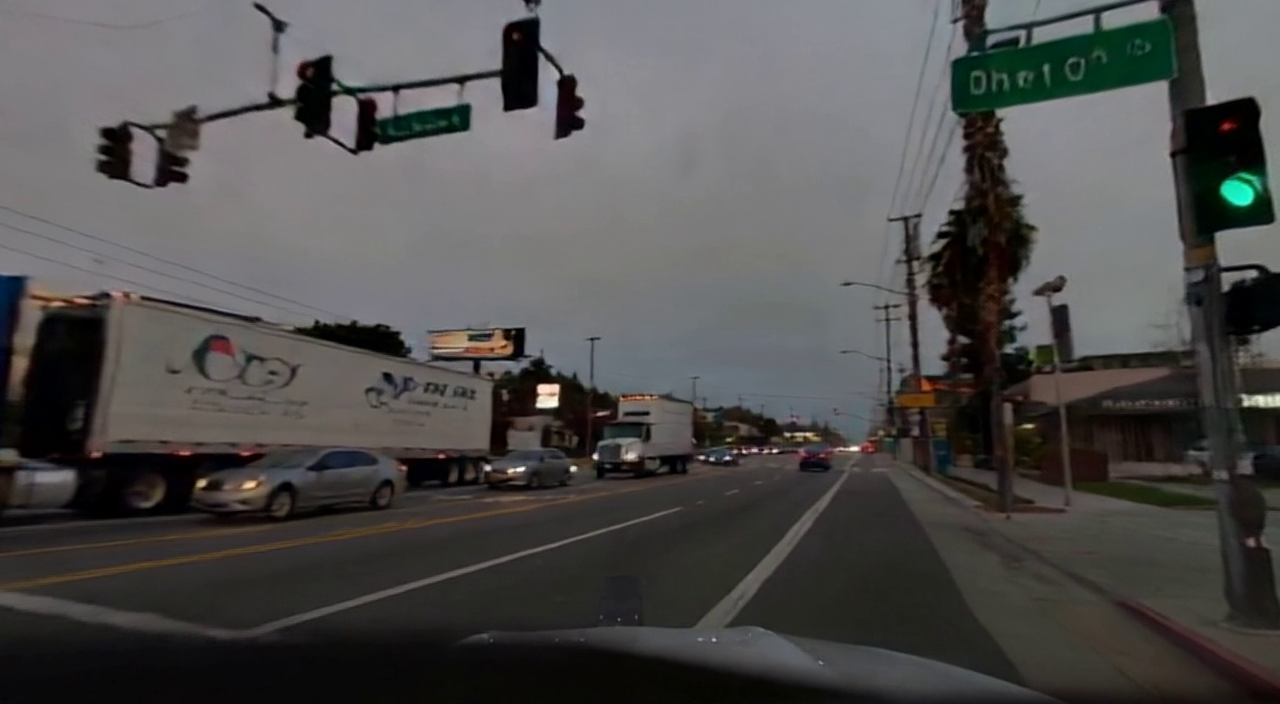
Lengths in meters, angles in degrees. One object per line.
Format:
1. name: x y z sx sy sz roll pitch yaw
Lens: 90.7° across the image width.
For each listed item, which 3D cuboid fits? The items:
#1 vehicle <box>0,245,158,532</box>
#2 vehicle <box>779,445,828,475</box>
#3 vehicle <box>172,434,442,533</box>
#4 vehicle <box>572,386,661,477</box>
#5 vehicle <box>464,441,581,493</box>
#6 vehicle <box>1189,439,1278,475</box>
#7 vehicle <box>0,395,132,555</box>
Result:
1. vehicle: -11.859 0.316 8.257 3.029 4.352 8.167 -3 -9 19
2. vehicle: 9.127 5.911 34.974 2.040 1.492 5.114 -3 -9 20
3. vehicle: -6.533 2.569 13.241 1.949 1.510 4.958 -5 -7 19
4. vehicle: -1.047 3.755 29.607 3.027 3.903 3.372 -4 -9 21
5. vehicle: -3.854 3.899 21.620 1.919 1.512 4.443 -5 -10 19
6. vehicle: 28.305 5.006 30.323 1.697 1.559 3.647 -3 -9 20
7. vehicle: -9.069 1.392 6.840 2.200 1.893 5.079 -5 -10 17
